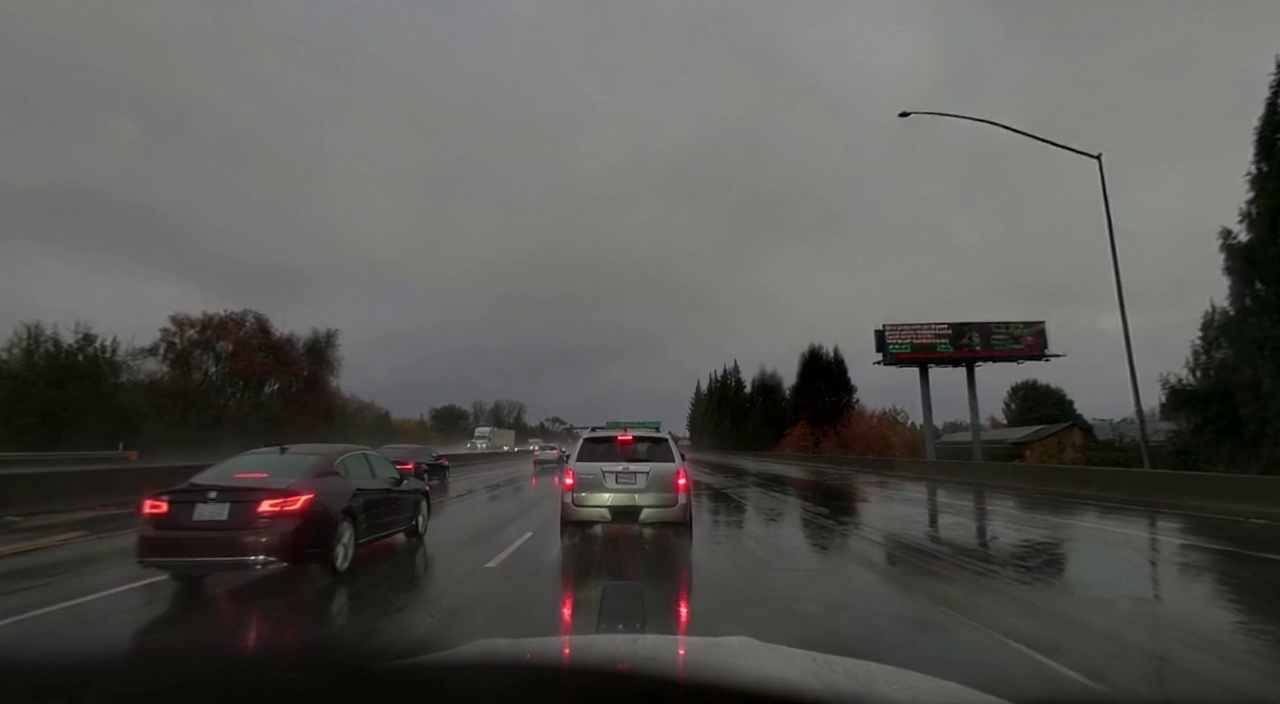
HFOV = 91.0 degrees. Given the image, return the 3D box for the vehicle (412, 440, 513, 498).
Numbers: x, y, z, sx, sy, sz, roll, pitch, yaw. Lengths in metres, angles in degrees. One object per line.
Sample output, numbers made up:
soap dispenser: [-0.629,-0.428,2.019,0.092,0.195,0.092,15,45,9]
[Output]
vehicle: [-5.148,3.439,18.949,2.027,1.491,4.649,1,-9,-5]

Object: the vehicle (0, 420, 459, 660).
vehicle: [-3.473,1.548,6.355,1.889,1.522,4.465,0,-9,1]

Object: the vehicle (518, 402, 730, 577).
vehicle: [-0.206,1.745,8.826,2.127,1.749,4.776,0,-9,-1]
